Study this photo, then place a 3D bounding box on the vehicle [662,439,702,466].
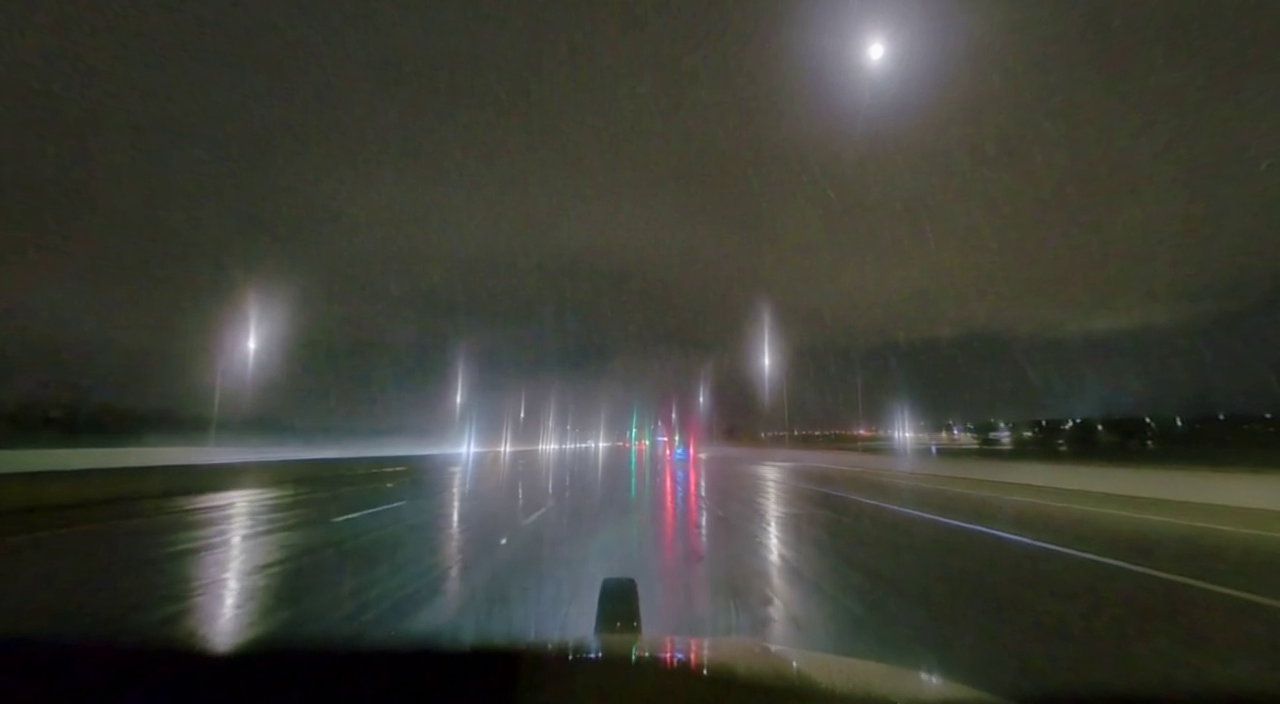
[{"bbox_3d":[2.707,6.546,41.283,2.270,1.615,3.770,0,-8,-1],"label":"vehicle"}]
